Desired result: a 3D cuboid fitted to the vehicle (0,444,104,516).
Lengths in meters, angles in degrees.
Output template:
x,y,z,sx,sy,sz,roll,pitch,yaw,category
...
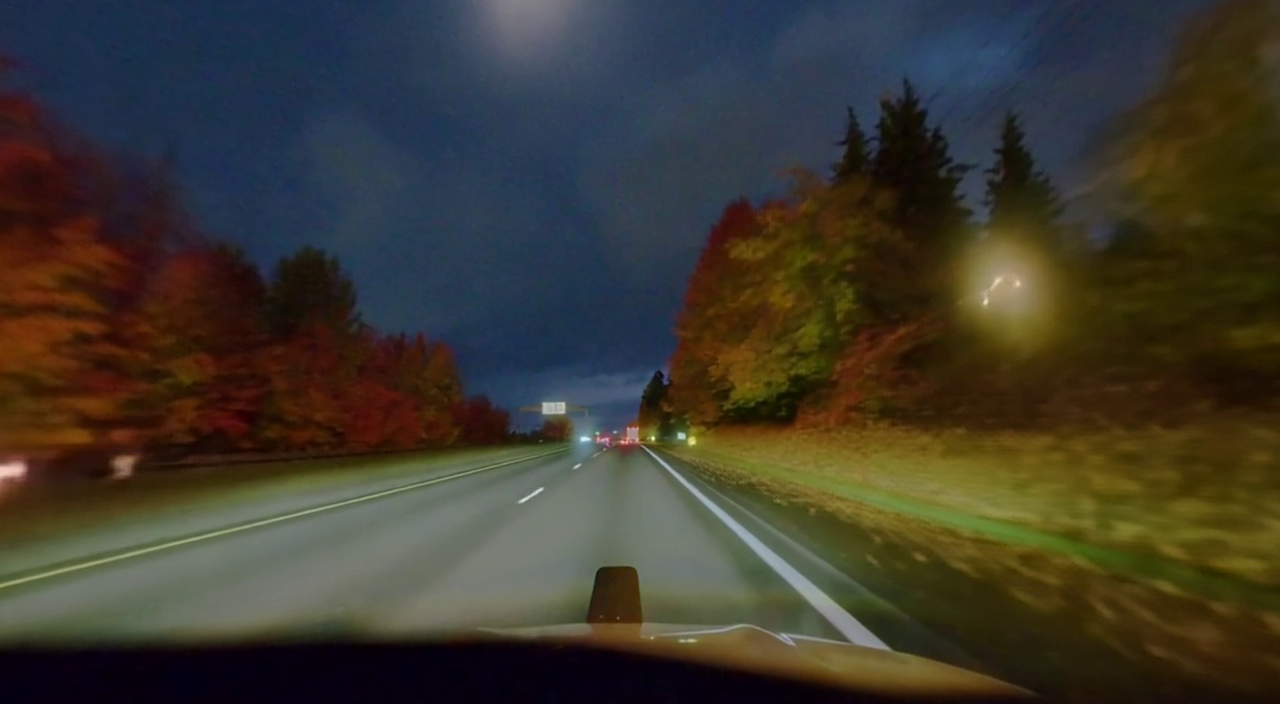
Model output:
x,y,z,sx,sy,sz,roll,pitch,yaw,category
-14.876,2.750,13.461,2.276,1.502,5.178,0,-8,-1,vehicle
